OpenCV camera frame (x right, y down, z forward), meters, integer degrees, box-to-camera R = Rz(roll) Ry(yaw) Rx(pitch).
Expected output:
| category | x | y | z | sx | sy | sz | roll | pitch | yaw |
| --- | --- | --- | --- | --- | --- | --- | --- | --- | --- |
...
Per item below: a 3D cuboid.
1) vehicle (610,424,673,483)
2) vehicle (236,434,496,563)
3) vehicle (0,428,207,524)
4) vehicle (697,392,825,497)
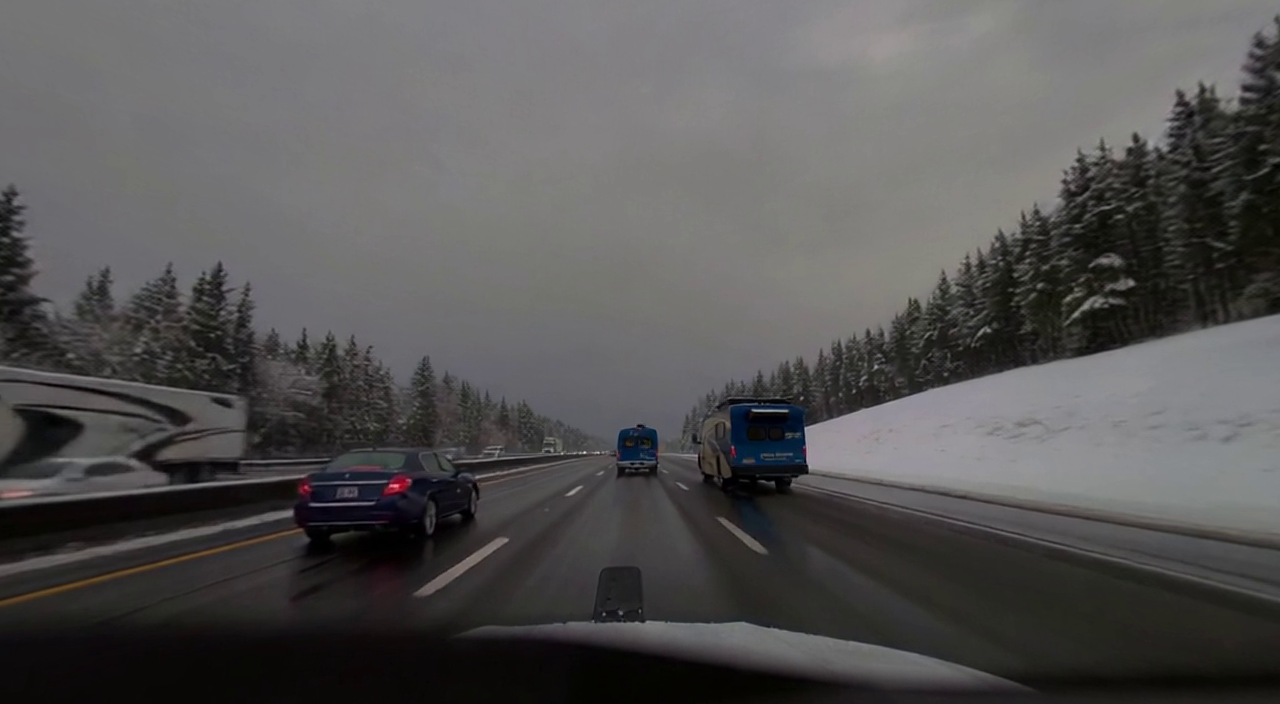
| category | x | y | z | sx | sy | sz | roll | pitch | yaw |
| --- | --- | --- | --- | --- | --- | --- | --- | --- | --- |
| vehicle | 0.025 | 4.468 | 27.875 | 2.524 | 2.310 | 4.986 | 0 | -9 | -1 |
| vehicle | -3.756 | 2.089 | 9.764 | 1.959 | 1.502 | 4.559 | 0 | -9 | 0 |
| vehicle | -11.801 | 2.556 | 13.511 | 1.961 | 1.697 | 4.316 | 0 | -9 | 0 |
| vehicle | 3.703 | 3.153 | 21.337 | 2.607 | 2.910 | 7.252 | 0 | -9 | -2 |
